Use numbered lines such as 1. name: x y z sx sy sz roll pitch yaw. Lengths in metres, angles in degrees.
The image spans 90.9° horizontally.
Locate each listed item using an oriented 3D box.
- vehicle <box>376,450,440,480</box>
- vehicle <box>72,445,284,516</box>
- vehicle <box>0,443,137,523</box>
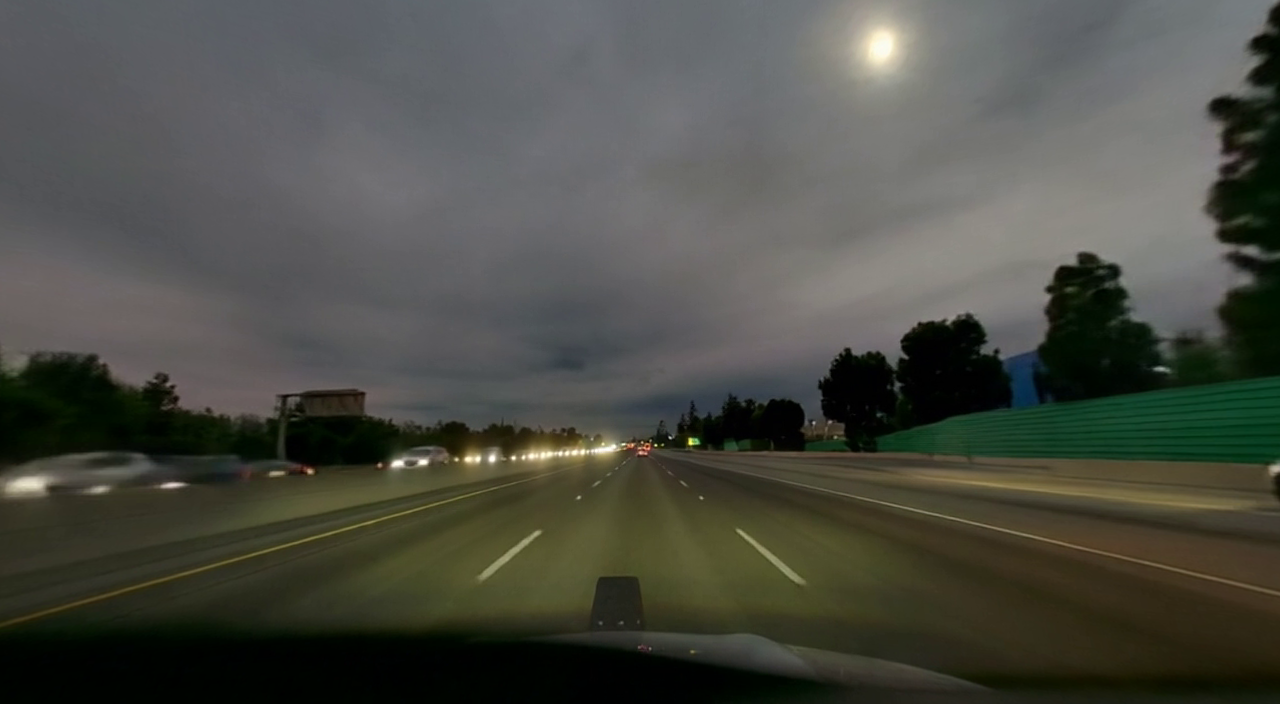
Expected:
1. vehicle: -11.859 5.789 32.500 1.796 1.442 3.938 0 -9 0
2. vehicle: -11.103 3.089 15.655 1.971 1.469 4.346 0 -9 0
3. vehicle: -15.636 3.255 16.004 2.114 1.792 4.296 0 -9 0
